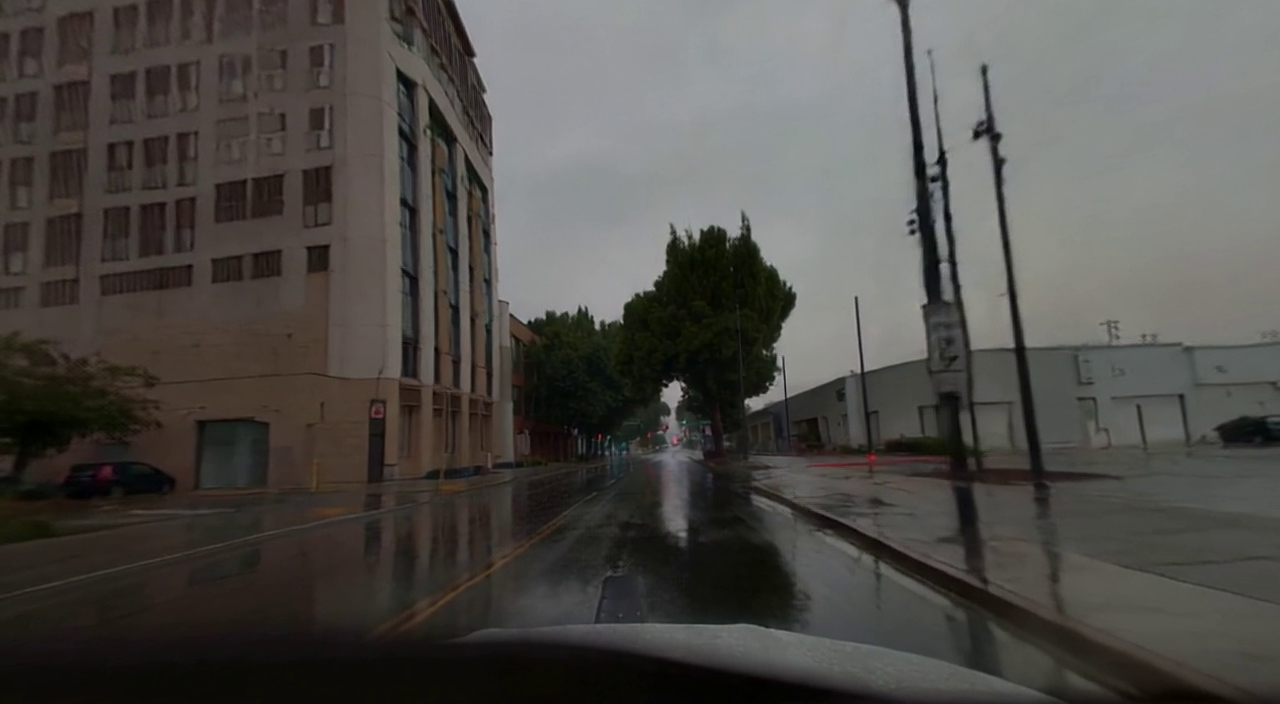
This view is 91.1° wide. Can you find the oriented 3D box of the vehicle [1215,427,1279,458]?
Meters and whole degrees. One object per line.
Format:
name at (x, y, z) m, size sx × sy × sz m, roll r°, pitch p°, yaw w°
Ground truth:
vehicle at (32.418, 4.729, 32.747) m, size 1.635 × 1.503 × 3.463 m, roll -2°, pitch -9°, yaw 2°
